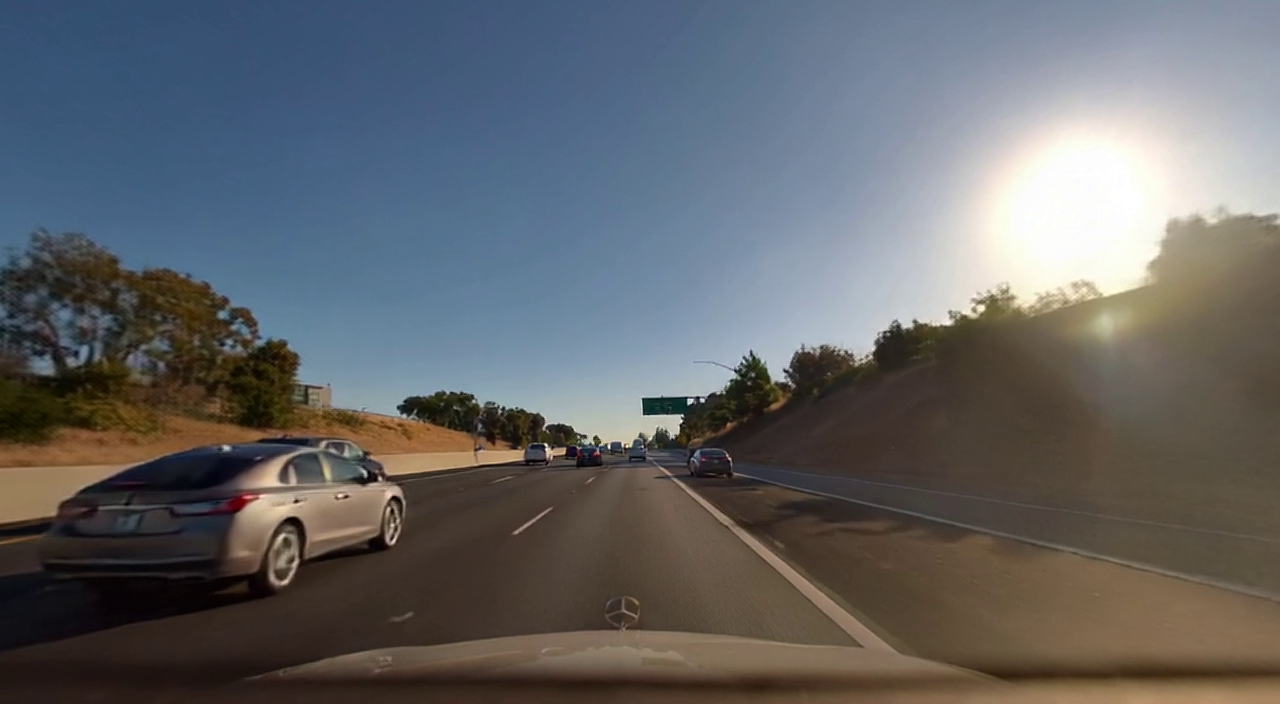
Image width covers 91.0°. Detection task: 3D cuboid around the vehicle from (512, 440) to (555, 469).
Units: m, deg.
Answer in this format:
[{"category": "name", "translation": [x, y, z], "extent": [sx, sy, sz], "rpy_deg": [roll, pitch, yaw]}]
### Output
[{"category": "vehicle", "translation": [-6.996, 6.789, 41.836], "extent": [2.111, 1.811, 4.391], "rpy_deg": [0, -9, 0]}]

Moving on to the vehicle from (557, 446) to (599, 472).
[{"category": "vehicle", "translation": [-3.707, 6.444, 38.150], "extent": [2.071, 1.478, 4.130], "rpy_deg": [0, -9, 1]}]

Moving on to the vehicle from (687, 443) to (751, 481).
[{"category": "vehicle", "translation": [3.293, 4.713, 27.233], "extent": [2.141, 1.507, 4.510], "rpy_deg": [0, -9, -1]}]

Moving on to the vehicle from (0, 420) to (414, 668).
[{"category": "vehicle", "translation": [-4.038, 1.524, 6.140], "extent": [1.988, 1.506, 4.416], "rpy_deg": [0, -9, 0]}]
